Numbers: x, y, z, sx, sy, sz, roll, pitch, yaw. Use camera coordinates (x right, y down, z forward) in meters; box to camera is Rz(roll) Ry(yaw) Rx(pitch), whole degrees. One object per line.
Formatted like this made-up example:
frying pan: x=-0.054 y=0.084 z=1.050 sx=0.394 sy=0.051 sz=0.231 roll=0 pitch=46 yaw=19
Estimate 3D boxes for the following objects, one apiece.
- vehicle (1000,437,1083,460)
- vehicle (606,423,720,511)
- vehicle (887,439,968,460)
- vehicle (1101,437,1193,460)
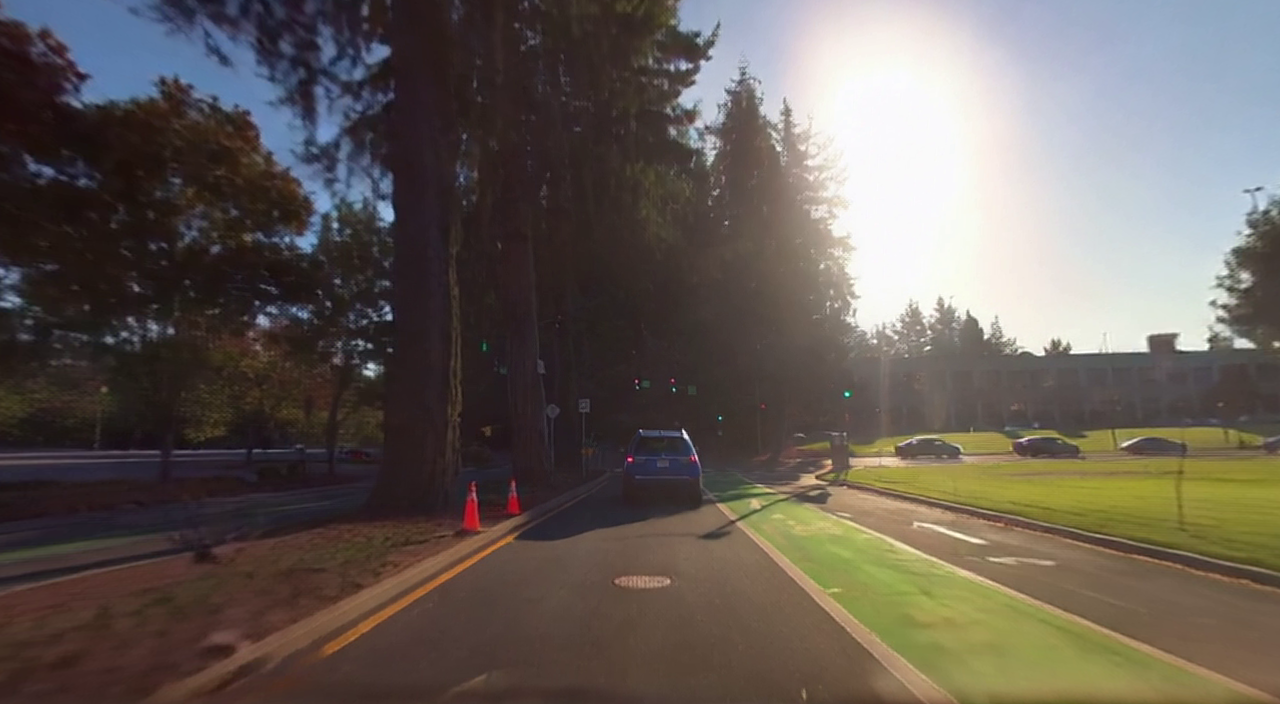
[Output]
vehicle: x=27.228 y=6.561 z=42.917 sx=4.343 sy=1.518 sz=1.845 roll=0 pitch=-9 yaw=-2
vehicle: x=0.494 y=2.702 z=15.355 sx=2.339 sy=1.790 sz=4.629 roll=0 pitch=-8 yaw=1
vehicle: x=19.411 y=6.613 z=42.820 sx=4.492 sy=1.422 sz=1.961 roll=0 pitch=-9 yaw=0
vehicle: x=34.021 y=6.474 z=42.464 sx=4.483 sy=1.481 sz=2.082 roll=0 pitch=-9 yaw=-3
